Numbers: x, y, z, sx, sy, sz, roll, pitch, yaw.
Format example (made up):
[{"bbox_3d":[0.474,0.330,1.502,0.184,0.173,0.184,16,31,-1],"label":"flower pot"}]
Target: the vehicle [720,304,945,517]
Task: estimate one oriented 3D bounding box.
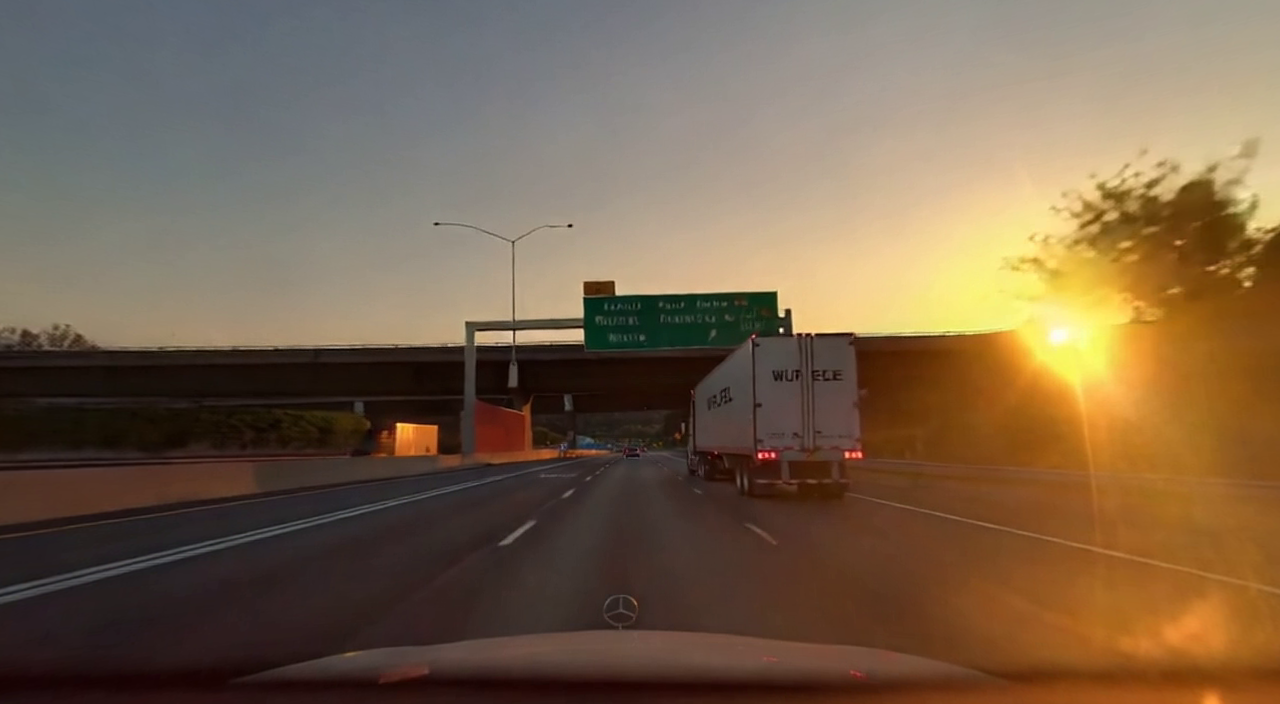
[{"bbox_3d":[4.128,1.722,16.091,2.869,4.013,8.610,0,-9,-1],"label":"vehicle"}]
